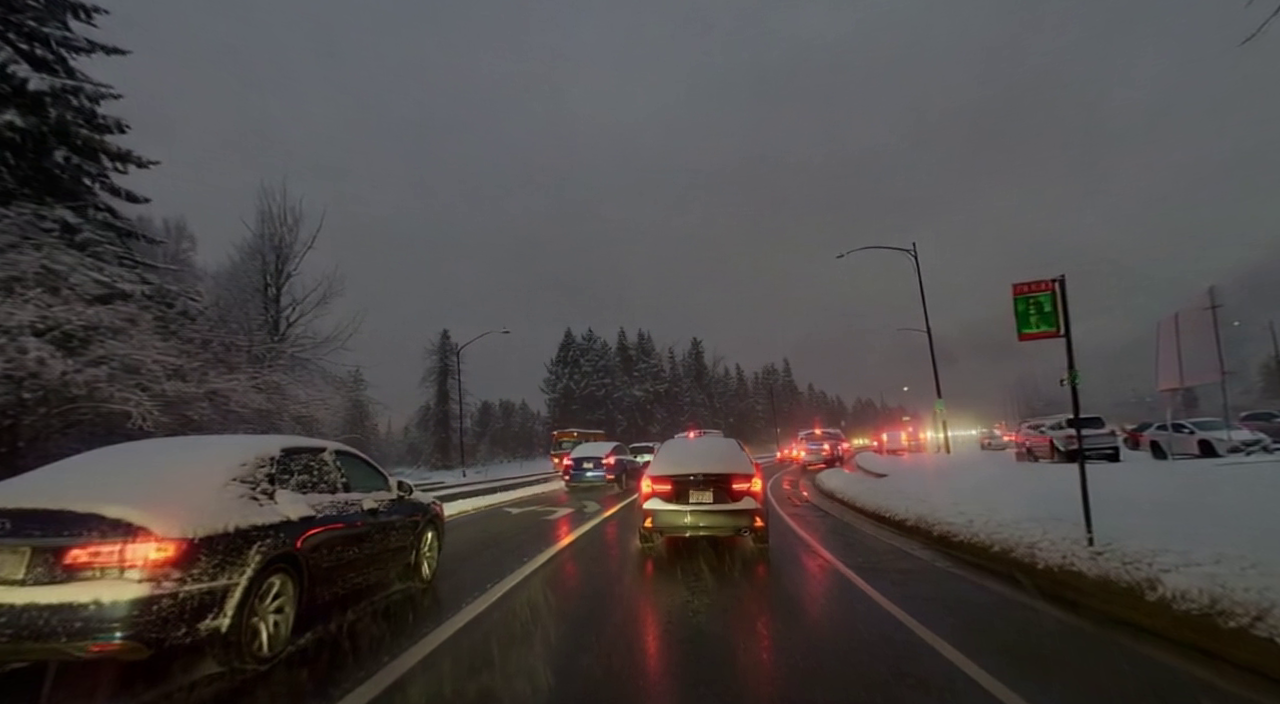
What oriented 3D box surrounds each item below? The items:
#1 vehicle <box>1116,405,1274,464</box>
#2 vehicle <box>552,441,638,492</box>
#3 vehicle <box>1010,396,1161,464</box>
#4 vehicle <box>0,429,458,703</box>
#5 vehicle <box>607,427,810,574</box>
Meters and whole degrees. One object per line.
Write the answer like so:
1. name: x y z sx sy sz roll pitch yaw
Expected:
1. vehicle: 17.247 2.627 19.876 1.803 1.518 3.893 -7 -9 10
2. vehicle: -1.361 3.773 21.087 1.870 1.490 4.187 -2 -9 10
3. vehicle: 14.215 2.615 20.511 2.288 1.933 4.612 -2 -9 13
4. vehicle: -3.199 1.457 5.186 1.940 1.502 4.241 -1 -9 3
5. vehicle: 0.883 1.891 8.823 2.142 1.528 4.133 -1 -9 5
